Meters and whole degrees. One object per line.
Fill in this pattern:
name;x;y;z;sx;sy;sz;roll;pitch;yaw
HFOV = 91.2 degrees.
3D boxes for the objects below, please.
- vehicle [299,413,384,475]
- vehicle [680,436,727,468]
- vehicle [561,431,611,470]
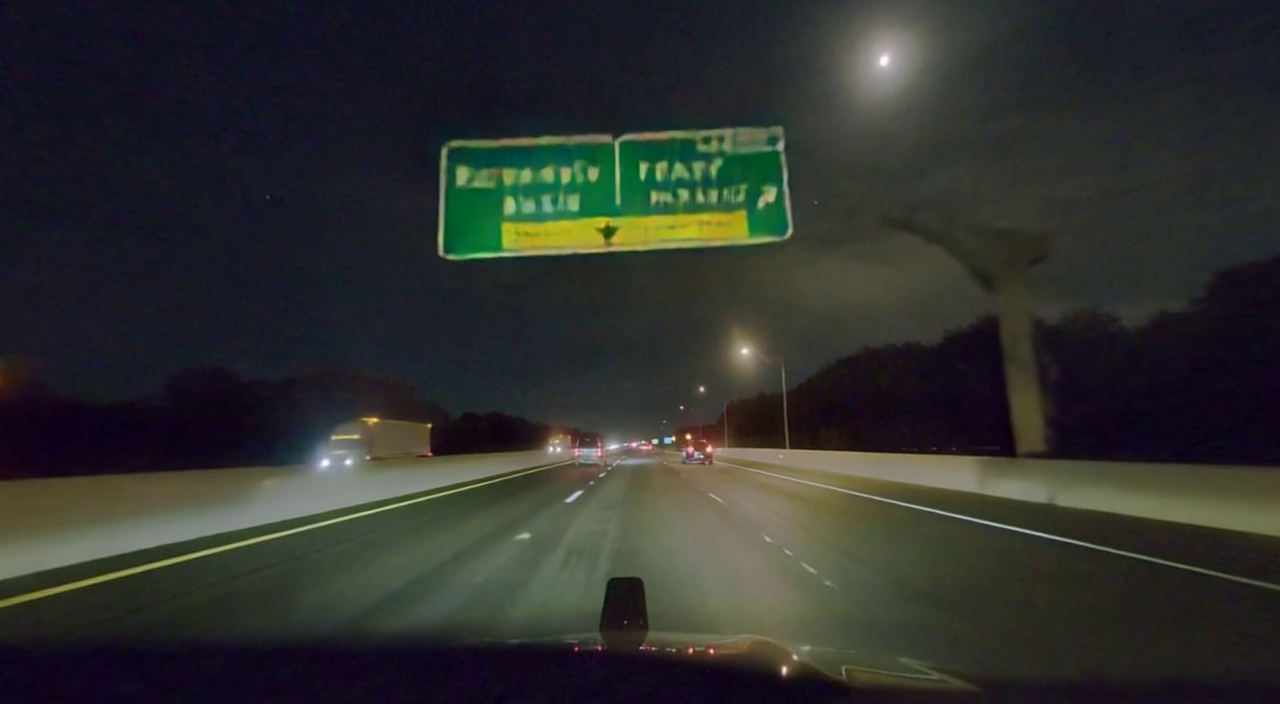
vehicle;-21.306;6.618;45.193;2.995;4.089;6.180;0;-8;-1
vehicle;3.504;5.648;35.574;2.202;1.682;4.188;0;-8;0
vehicle;-3.005;5.601;35.946;2.291;2.052;4.887;0;-8;1
